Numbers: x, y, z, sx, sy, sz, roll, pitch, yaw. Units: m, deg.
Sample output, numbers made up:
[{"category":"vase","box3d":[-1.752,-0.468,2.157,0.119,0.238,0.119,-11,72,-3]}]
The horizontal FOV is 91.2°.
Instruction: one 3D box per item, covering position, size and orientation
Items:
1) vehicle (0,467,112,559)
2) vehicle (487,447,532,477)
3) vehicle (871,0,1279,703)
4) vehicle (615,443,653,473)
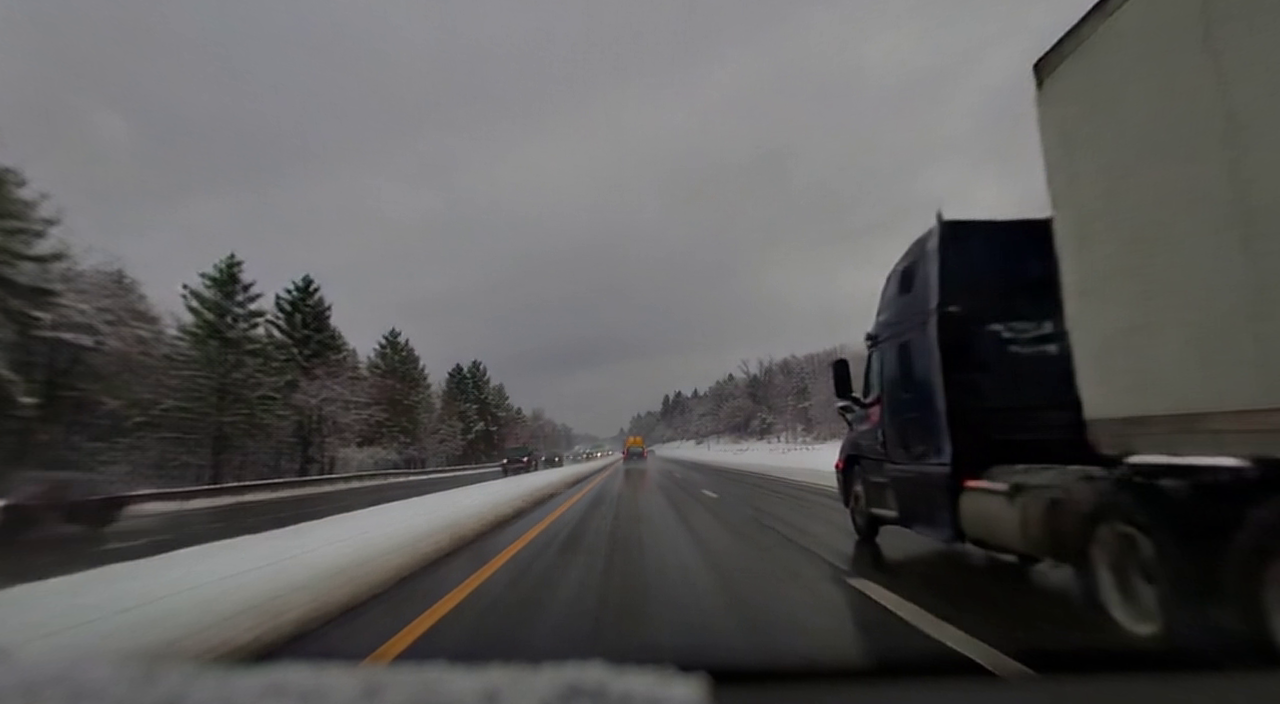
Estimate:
[{"category":"vehicle","box3d":[-13.330,3.176,12.245,1.999,1.686,4.588,0,-9,0]},{"category":"vehicle","box3d":[-9.363,7.909,45.334,2.221,2.006,4.849,0,-9,0]},{"category":"vehicle","box3d":[4.602,-0.552,1.032,2.910,4.090,14.063,0,-9,-1]},{"category":"vehicle","box3d":[-0.369,6.403,38.008,2.168,1.705,4.272,0,-9,-1]}]
